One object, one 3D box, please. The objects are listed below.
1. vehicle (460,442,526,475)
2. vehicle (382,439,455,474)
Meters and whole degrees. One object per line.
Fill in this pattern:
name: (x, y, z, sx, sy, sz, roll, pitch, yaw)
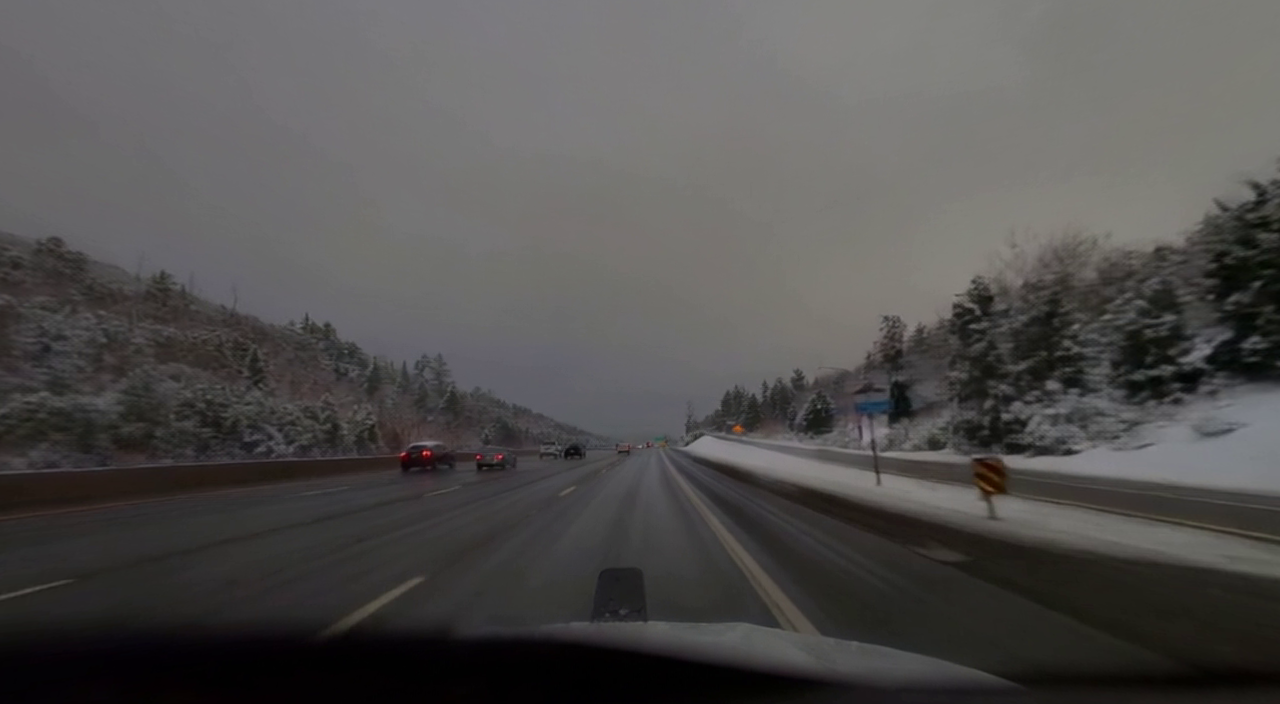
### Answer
vehicle: (-7.178, 5.230, 31.342, 2.107, 1.484, 4.449, -1, -8, 1)
vehicle: (-11.400, 5.385, 32.801, 2.020, 1.645, 4.629, -1, -8, 1)
